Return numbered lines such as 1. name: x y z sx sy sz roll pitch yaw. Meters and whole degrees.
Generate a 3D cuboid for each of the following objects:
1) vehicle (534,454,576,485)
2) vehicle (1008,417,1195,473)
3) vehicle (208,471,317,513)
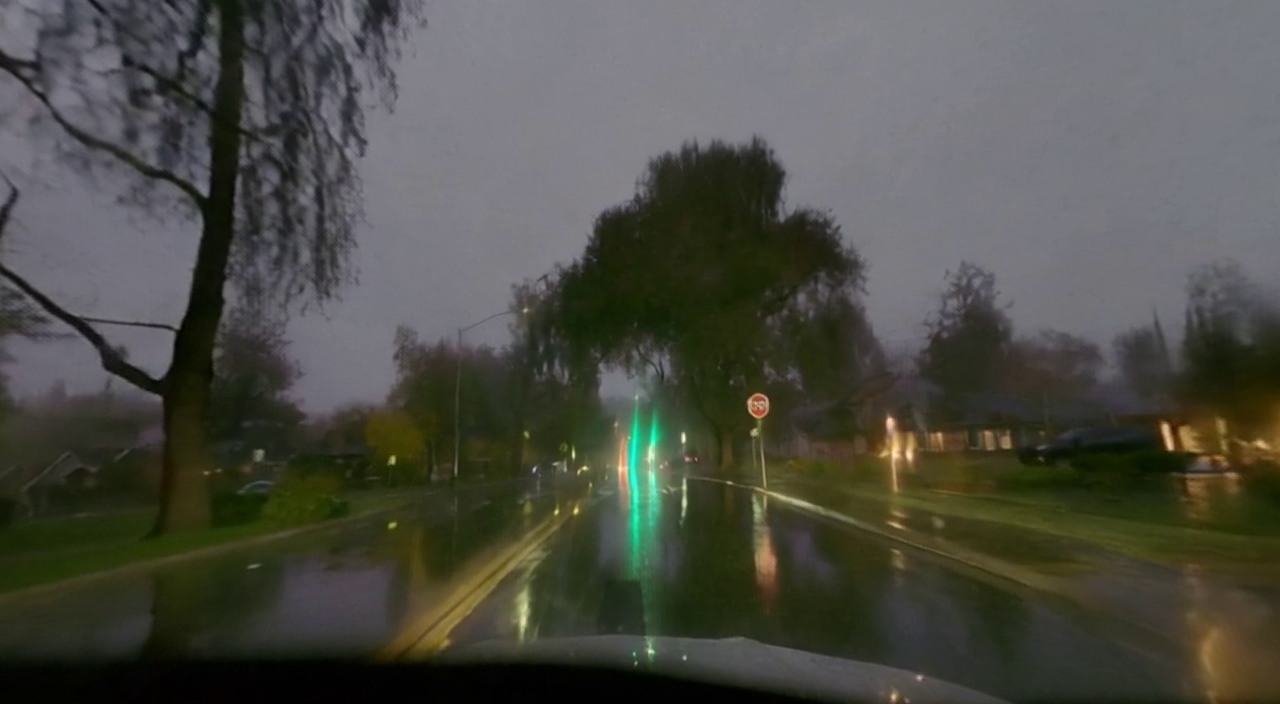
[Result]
1. vehicle: -6.021 8.424 45.459 2.149 1.823 4.613 -6 -9 1
2. vehicle: 16.758 3.442 23.247 4.982 1.874 2.133 -3 -9 12
3. vehicle: -18.516 6.875 31.078 4.274 1.626 2.093 -6 -9 11
